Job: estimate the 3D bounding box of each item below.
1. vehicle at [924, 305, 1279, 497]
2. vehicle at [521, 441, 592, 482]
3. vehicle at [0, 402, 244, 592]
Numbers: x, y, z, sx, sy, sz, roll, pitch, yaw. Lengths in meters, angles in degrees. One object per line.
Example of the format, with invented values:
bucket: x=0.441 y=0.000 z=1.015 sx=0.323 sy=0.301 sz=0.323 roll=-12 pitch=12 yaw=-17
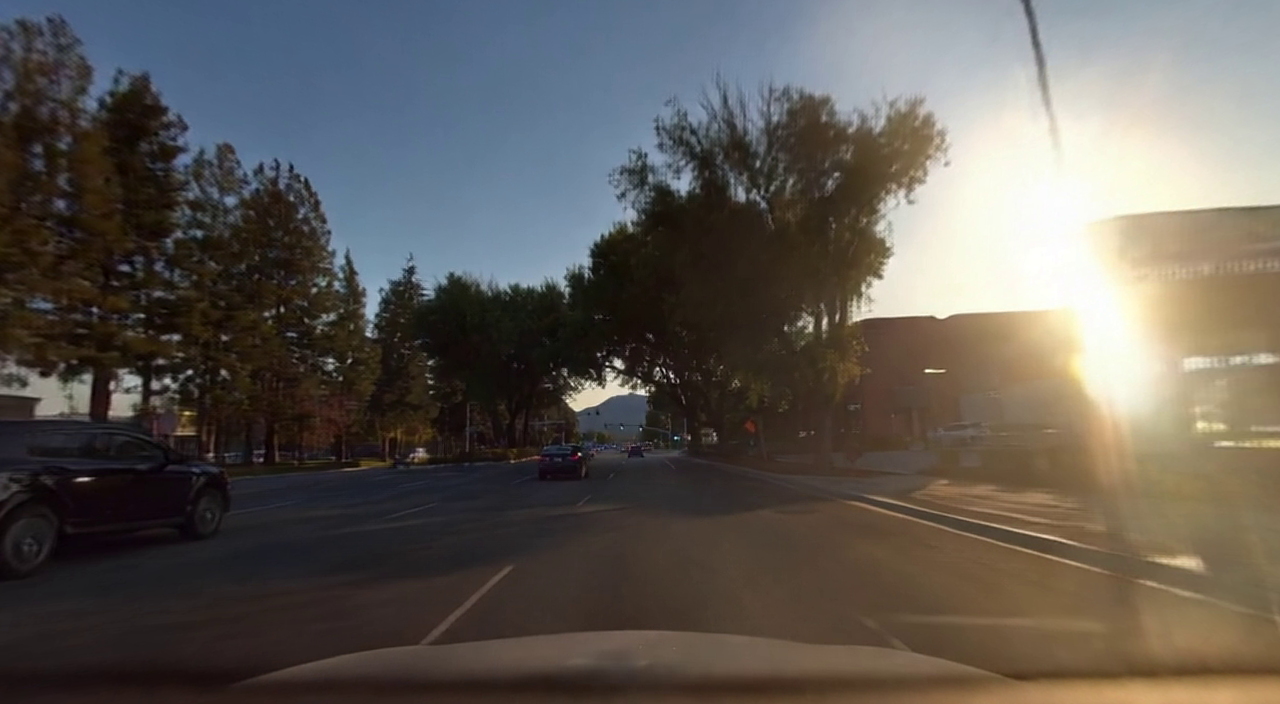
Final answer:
vehicle: x=11.996 y=1.712 z=17.545 sx=2.995 sy=3.704 sz=10.928 roll=0 pitch=-9 yaw=-1
vehicle: x=-3.203 y=4.323 z=25.237 sx=2.152 sy=1.479 sz=4.394 roll=0 pitch=-9 yaw=1
vehicle: x=-6.893 y=1.510 z=6.977 sx=2.043 sy=1.726 sz=4.472 roll=0 pitch=-9 yaw=1
